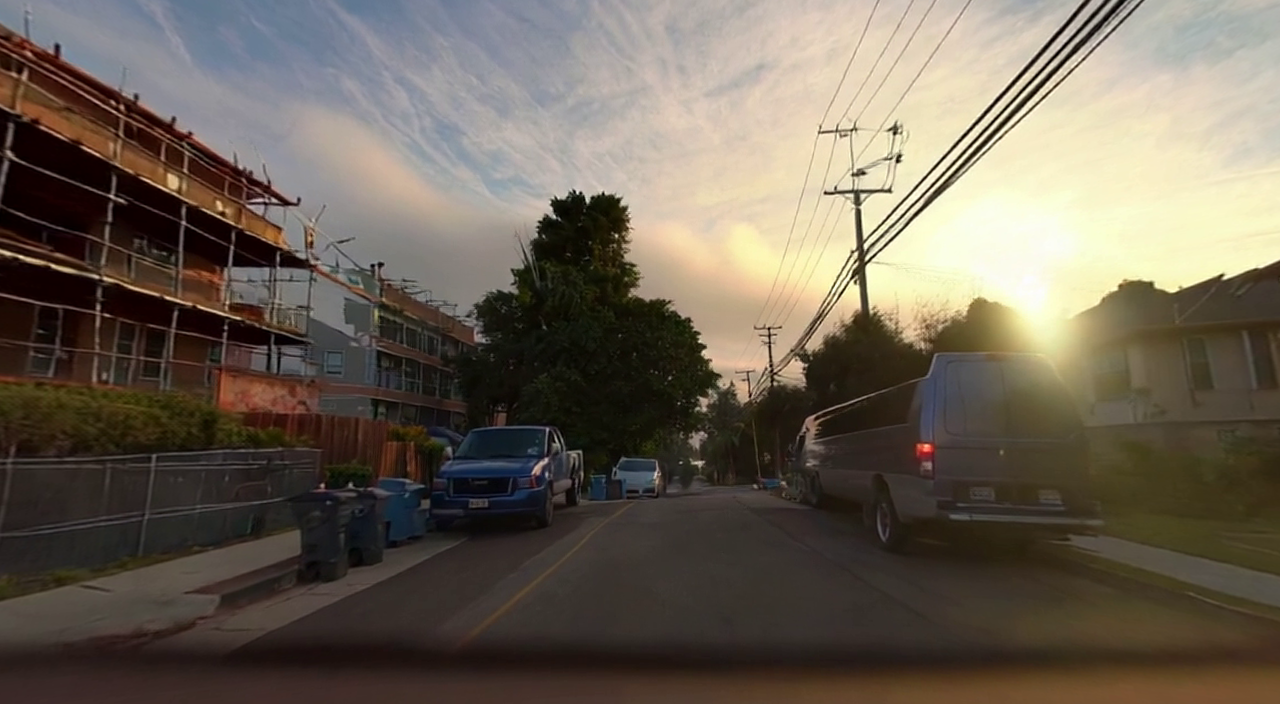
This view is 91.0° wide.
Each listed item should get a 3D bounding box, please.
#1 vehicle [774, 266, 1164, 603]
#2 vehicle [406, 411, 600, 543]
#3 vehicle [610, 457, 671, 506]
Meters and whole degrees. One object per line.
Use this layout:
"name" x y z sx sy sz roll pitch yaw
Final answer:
"vehicle" 4.726 1.602 12.182 2.915 3.793 9.963 -1 -8 5
"vehicle" -2.320 2.181 12.179 2.171 1.910 4.789 -3 -5 7
"vehicle" 0.116 5.807 28.624 2.257 1.916 5.089 -1 -9 6
